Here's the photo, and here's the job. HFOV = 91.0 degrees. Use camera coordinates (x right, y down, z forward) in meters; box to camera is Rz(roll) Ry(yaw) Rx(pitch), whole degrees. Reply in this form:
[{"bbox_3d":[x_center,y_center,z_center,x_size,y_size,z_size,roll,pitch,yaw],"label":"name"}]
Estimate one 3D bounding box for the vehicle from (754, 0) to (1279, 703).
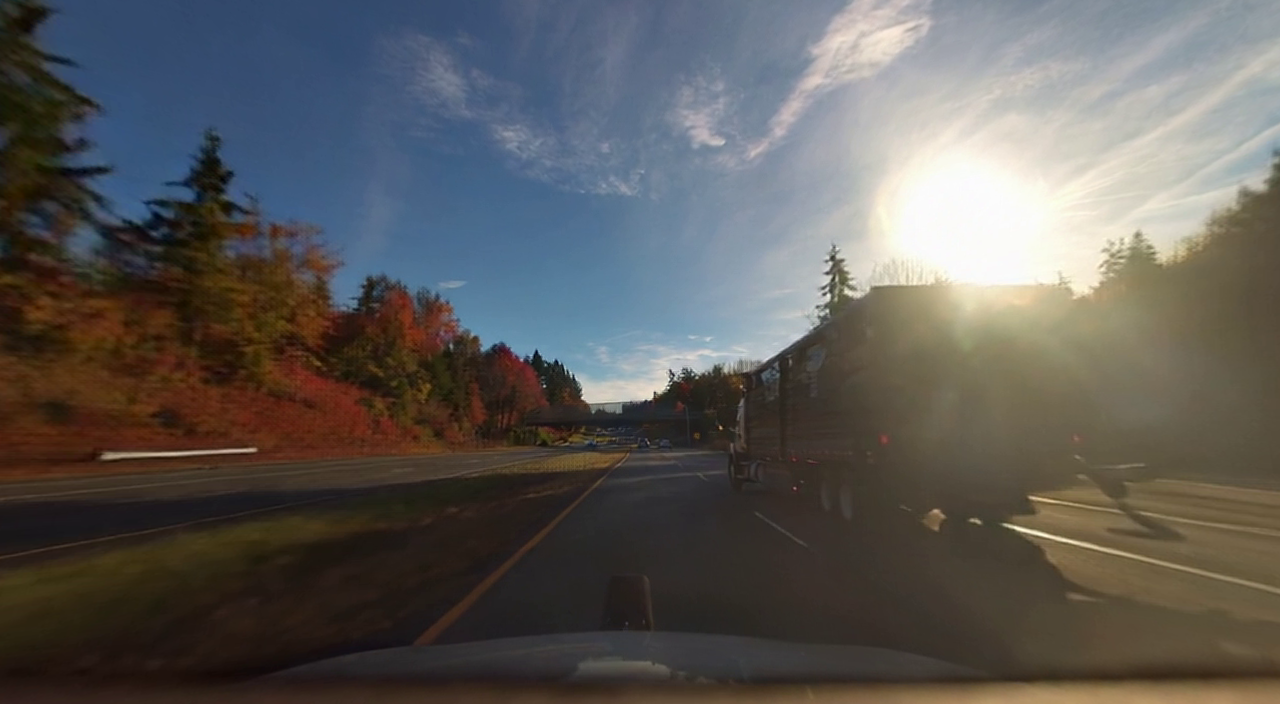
[{"bbox_3d":[3.839,-0.206,4.293,3.691,4.331,13.909,0,-8,1],"label":"vehicle"}]
